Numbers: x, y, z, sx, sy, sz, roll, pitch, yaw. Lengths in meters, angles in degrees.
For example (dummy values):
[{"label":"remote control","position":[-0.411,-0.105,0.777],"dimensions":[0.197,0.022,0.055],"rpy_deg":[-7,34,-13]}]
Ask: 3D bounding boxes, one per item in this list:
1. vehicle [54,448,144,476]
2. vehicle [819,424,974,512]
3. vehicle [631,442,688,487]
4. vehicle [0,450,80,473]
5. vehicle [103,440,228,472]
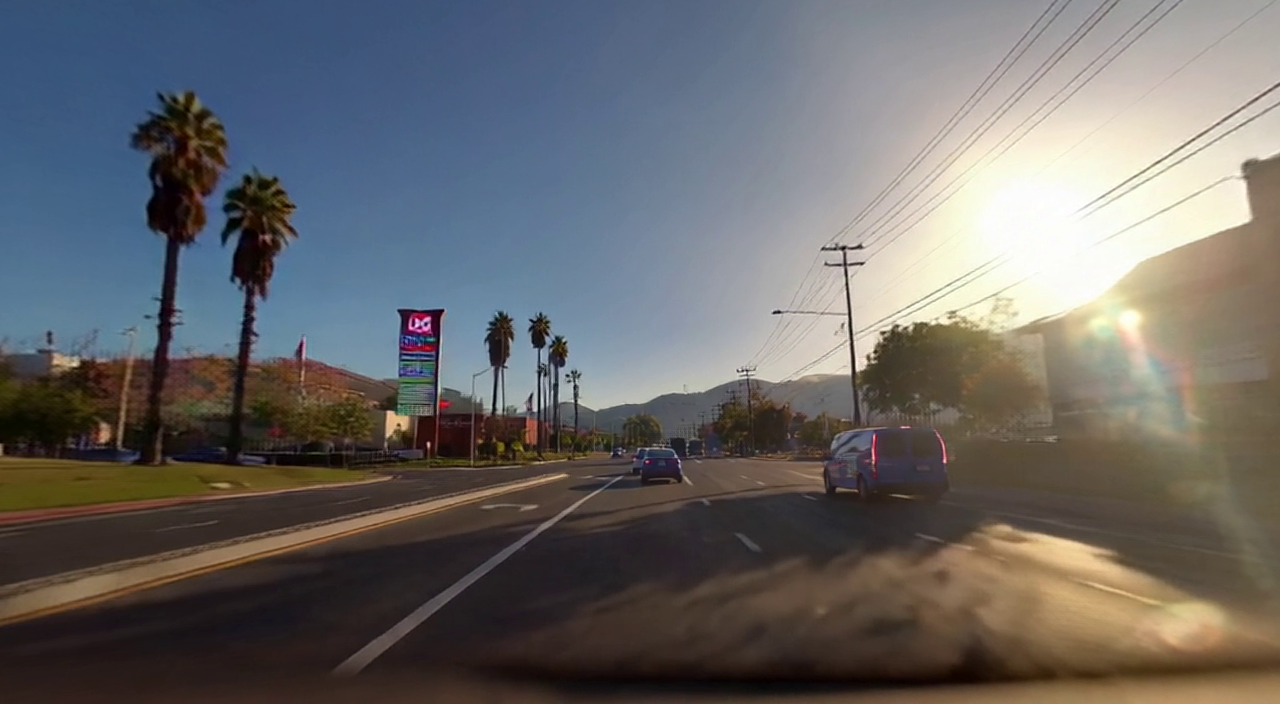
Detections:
[{"label":"vehicle","position":[-37.120,7.527,43.382],"dimensions":[1.861,1.516,4.647],"rpy_deg":[-4,-7,6]},{"label":"vehicle","position":[6.356,2.926,16.286],"dimensions":[2.107,1.928,4.471],"rpy_deg":[0,-9,0]},{"label":"vehicle","position":[0.795,4.585,25.894],"dimensions":[2.138,1.672,4.168],"rpy_deg":[0,-9,2]},{"label":"vehicle","position":[-42.654,7.733,44.618],"dimensions":[1.778,1.486,4.139],"rpy_deg":[-1,-9,9]},{"label":"vehicle","position":[-24.118,5.286,32.123],"dimensions":[4.942,1.557,2.032],"rpy_deg":[-1,-9,7]}]
